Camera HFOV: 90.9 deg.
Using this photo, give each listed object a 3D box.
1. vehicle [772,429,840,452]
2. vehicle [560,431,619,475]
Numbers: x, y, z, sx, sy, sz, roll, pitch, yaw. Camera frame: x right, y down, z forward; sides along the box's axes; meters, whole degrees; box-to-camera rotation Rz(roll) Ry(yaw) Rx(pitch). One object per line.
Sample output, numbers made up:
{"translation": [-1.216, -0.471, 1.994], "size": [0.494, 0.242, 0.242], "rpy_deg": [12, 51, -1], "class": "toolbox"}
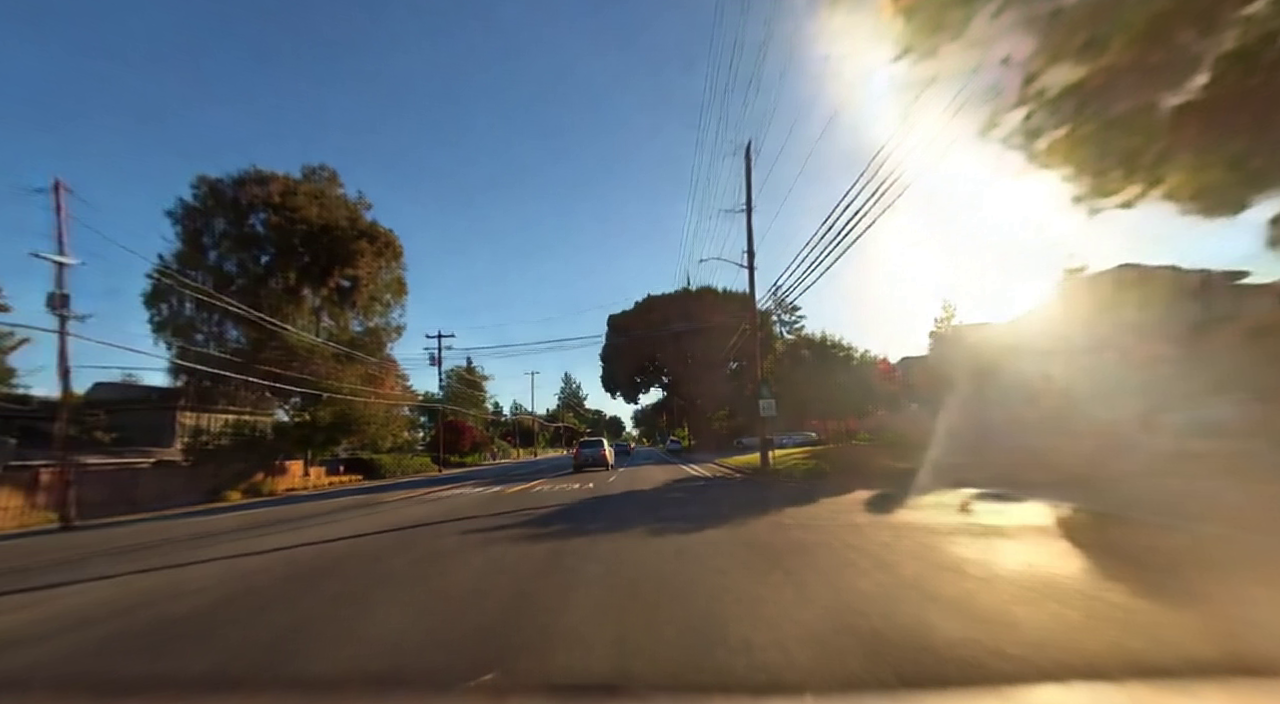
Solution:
{"translation": [12.016, 6.446, 45.739], "size": [2.212, 1.404, 4.283], "rpy_deg": [2, -10, -33], "class": "vehicle"}
{"translation": [-2.308, 4.794, 30.175], "size": [2.327, 1.861, 4.941], "rpy_deg": [-1, -8, 1], "class": "vehicle"}
